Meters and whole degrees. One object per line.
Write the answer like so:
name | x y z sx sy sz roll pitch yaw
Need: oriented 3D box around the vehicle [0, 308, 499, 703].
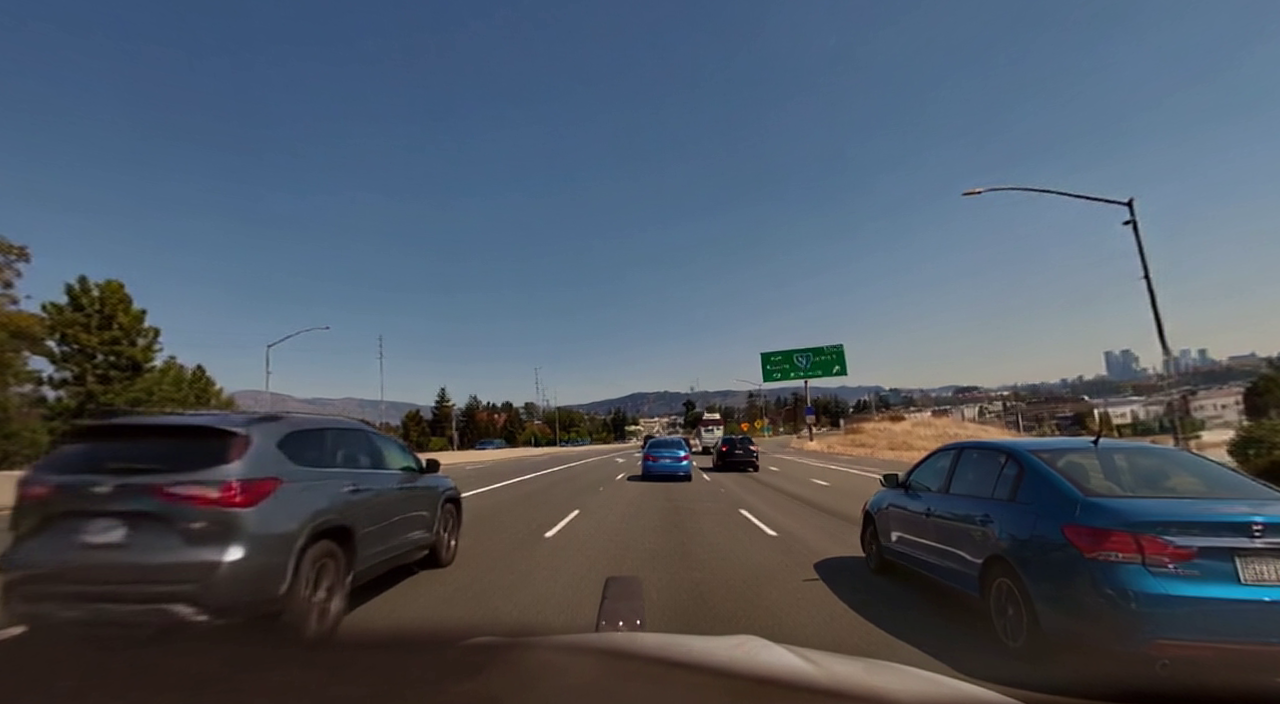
vehicle | -3.110 1.156 5.620 2.434 1.965 5.305 0 -9 0

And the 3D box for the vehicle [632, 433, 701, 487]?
vehicle | 0.854 3.554 20.932 2.074 1.614 3.803 0 -9 2

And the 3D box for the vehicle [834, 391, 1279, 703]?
vehicle | 3.087 1.219 4.388 2.009 1.489 4.559 0 -9 0

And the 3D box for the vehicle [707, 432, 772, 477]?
vehicle | 3.967 4.185 25.884 2.076 1.684 4.241 0 -9 2
